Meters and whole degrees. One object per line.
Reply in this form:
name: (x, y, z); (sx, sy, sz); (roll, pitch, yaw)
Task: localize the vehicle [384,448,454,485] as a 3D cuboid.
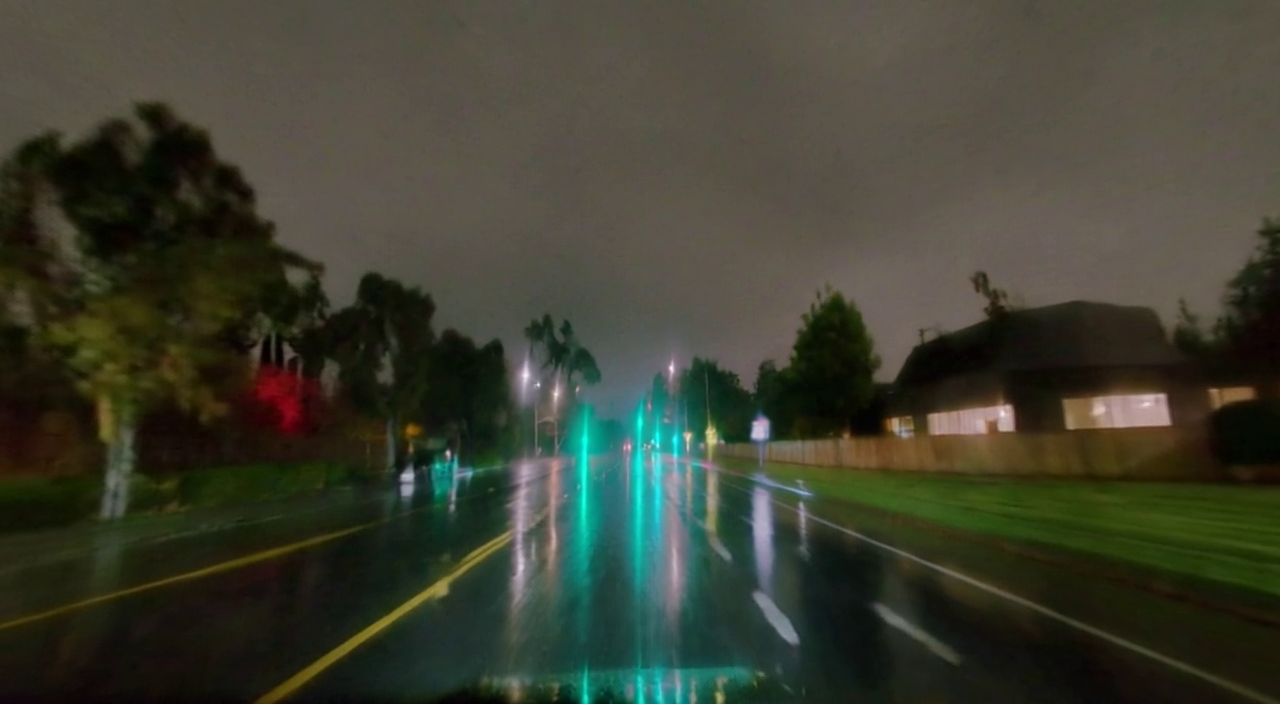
vehicle: (-11.754, 6.110, 33.986); (2.047, 1.710, 4.473); (-3, -9, 2)
